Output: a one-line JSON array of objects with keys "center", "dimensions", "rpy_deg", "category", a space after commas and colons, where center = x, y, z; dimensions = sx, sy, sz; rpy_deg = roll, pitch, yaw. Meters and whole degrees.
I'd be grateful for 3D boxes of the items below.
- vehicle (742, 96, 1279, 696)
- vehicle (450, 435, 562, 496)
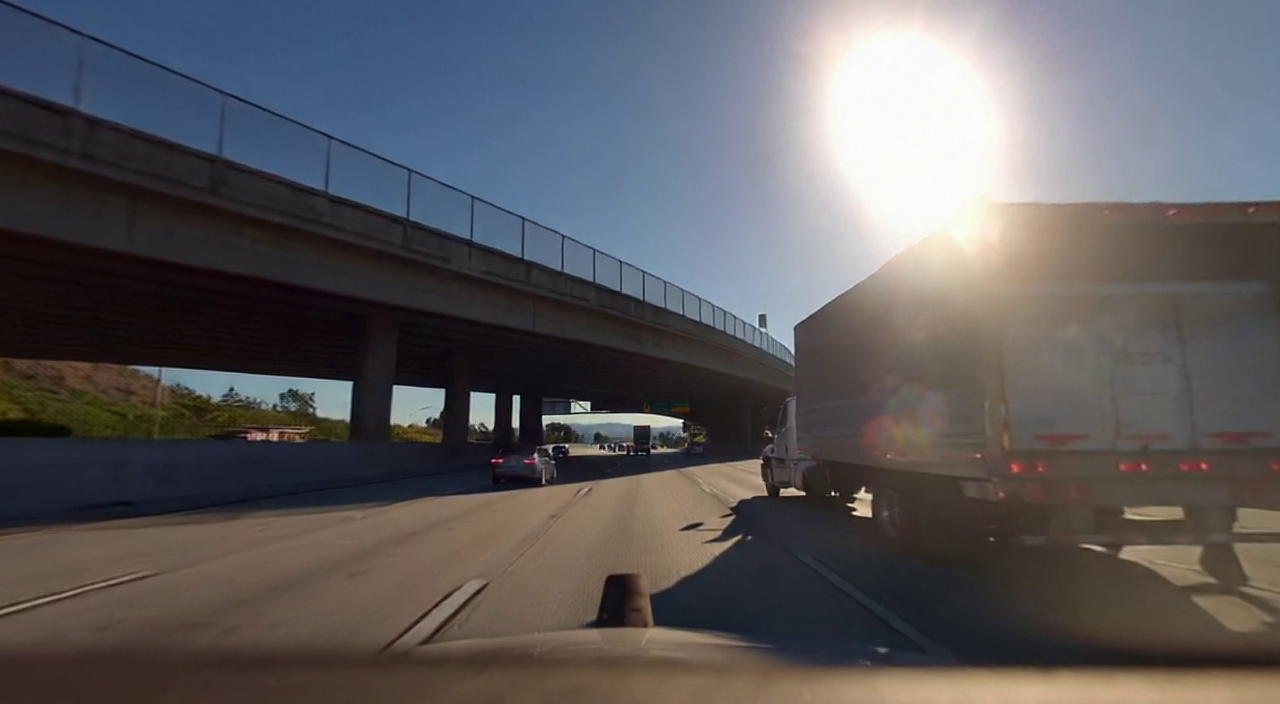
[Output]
[{"center": [3.852, 0.916, 8.796], "dimensions": [3.049, 3.395, 10.595], "rpy_deg": [0, -9, 0], "category": "vehicle"}, {"center": [-3.727, 3.262, 18.502], "dimensions": [2.143, 1.529, 4.918], "rpy_deg": [0, -9, 1], "category": "vehicle"}]
